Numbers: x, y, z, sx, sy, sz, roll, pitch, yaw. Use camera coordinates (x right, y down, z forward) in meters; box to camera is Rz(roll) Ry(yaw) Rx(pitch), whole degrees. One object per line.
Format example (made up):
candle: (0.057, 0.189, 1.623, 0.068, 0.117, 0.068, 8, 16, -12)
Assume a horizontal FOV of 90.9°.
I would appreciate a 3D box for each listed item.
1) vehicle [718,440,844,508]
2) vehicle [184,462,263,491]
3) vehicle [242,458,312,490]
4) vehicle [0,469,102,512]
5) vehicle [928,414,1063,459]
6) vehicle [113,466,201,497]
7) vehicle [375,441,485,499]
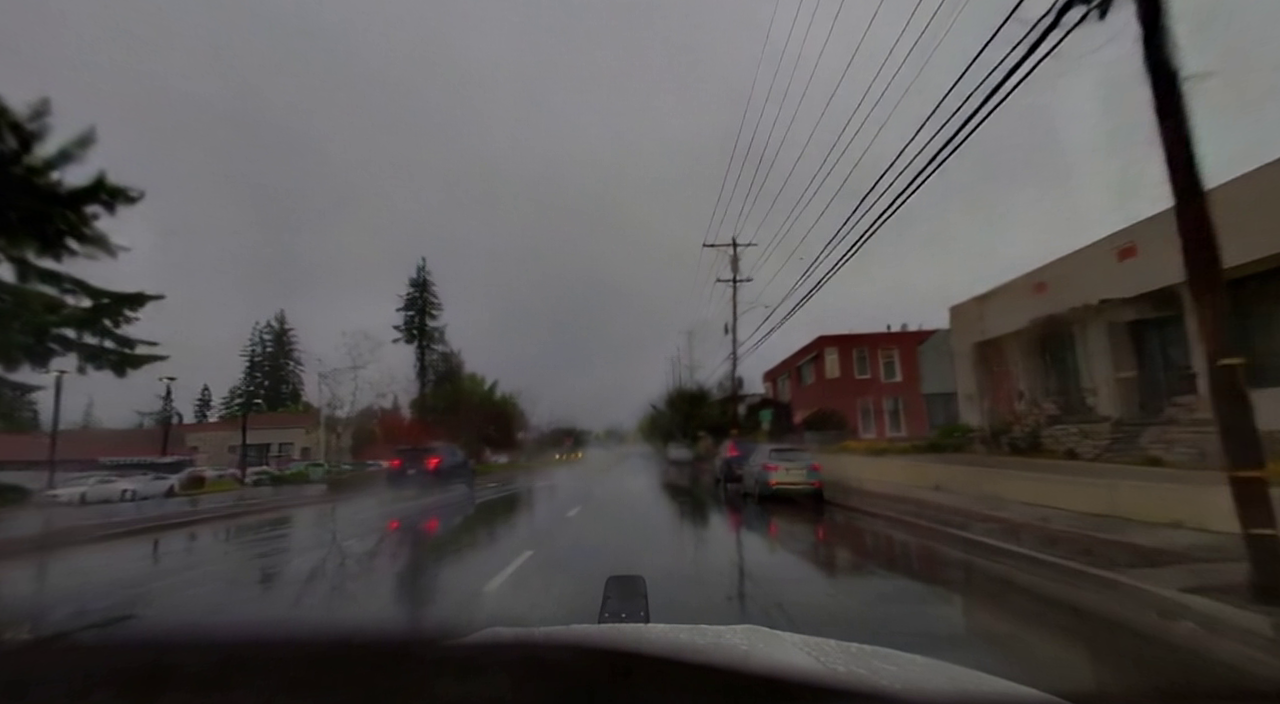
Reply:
vehicle: (3.467, 3.094, 16.575, 2.259, 1.500, 4.474, 0, -8, 0)
vehicle: (-25.664, 7.646, 39.048, 1.926, 1.557, 4.385, 0, -8, -1)
vehicle: (-25.515, 8.569, 44.551, 2.132, 1.492, 4.734, -4, -4, 1)
vehicle: (-25.719, 5.773, 26.578, 1.883, 1.451, 4.676, -1, -8, 1)
vehicle: (23.016, 5.525, 41.145, 6.917, 2.731, 2.901, 0, -8, 1)
vehicle: (-25.722, 6.883, 33.752, 1.706, 1.435, 3.899, 0, -8, -2)
vehicle: (-6.671, 3.765, 20.622, 2.000, 1.671, 4.497, 0, -8, 1)
